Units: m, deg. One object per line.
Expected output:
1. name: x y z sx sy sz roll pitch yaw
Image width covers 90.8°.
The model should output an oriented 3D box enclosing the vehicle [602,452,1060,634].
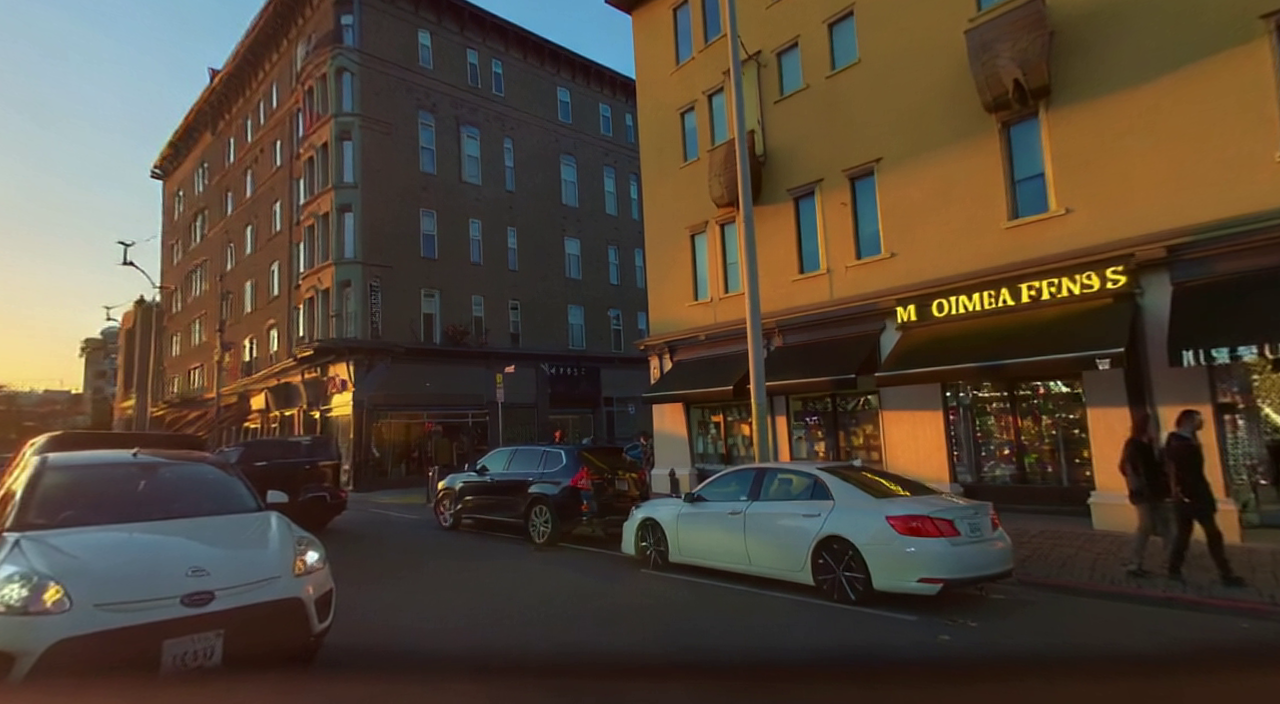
1. vehicle: 1.897 1.933 7.518 4.830 1.421 1.826 -8 -11 42

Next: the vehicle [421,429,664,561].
1. vehicle: -1.911 2.374 11.316 4.580 1.853 1.862 -8 -12 43

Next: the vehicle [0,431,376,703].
1. vehicle: -3.960 1.336 4.424 4.330 1.458 1.932 -7 -11 37
